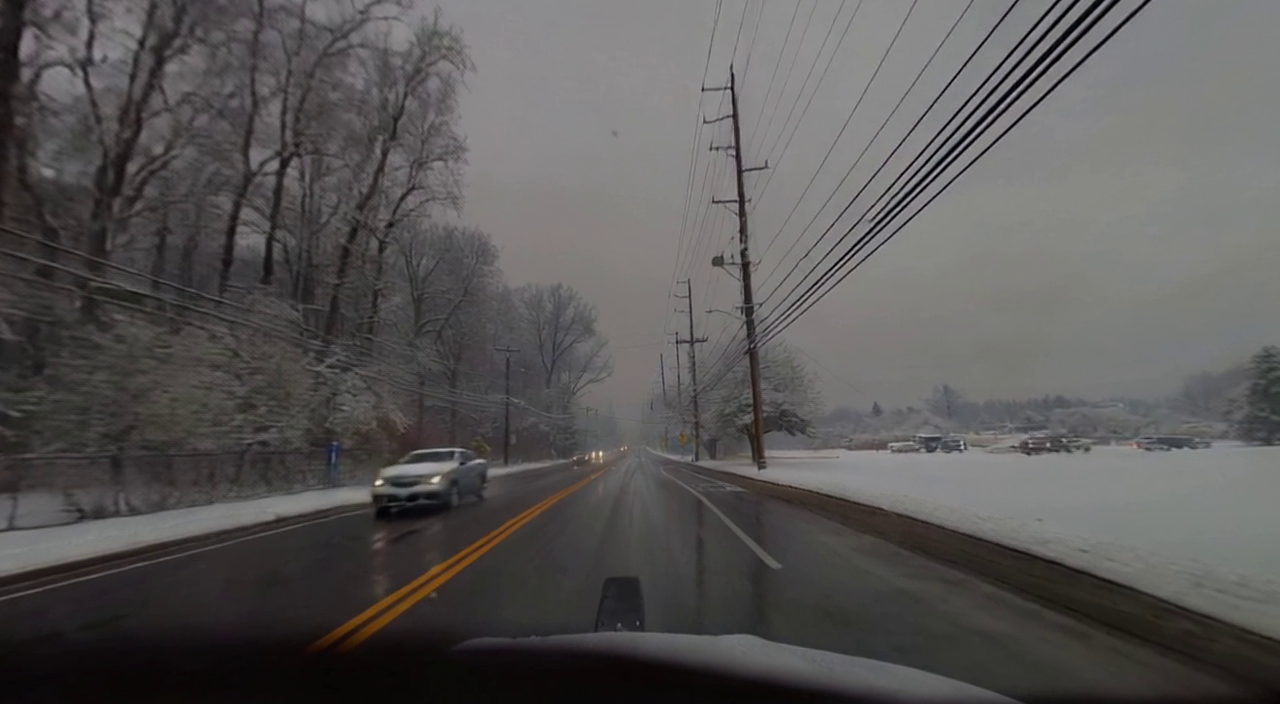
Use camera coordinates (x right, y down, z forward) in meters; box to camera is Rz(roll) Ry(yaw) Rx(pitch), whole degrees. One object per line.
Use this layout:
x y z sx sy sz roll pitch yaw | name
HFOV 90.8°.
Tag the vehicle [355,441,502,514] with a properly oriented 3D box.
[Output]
-5.030 3.026 15.839 2.093 1.523 4.536 0 -8 0 | vehicle
